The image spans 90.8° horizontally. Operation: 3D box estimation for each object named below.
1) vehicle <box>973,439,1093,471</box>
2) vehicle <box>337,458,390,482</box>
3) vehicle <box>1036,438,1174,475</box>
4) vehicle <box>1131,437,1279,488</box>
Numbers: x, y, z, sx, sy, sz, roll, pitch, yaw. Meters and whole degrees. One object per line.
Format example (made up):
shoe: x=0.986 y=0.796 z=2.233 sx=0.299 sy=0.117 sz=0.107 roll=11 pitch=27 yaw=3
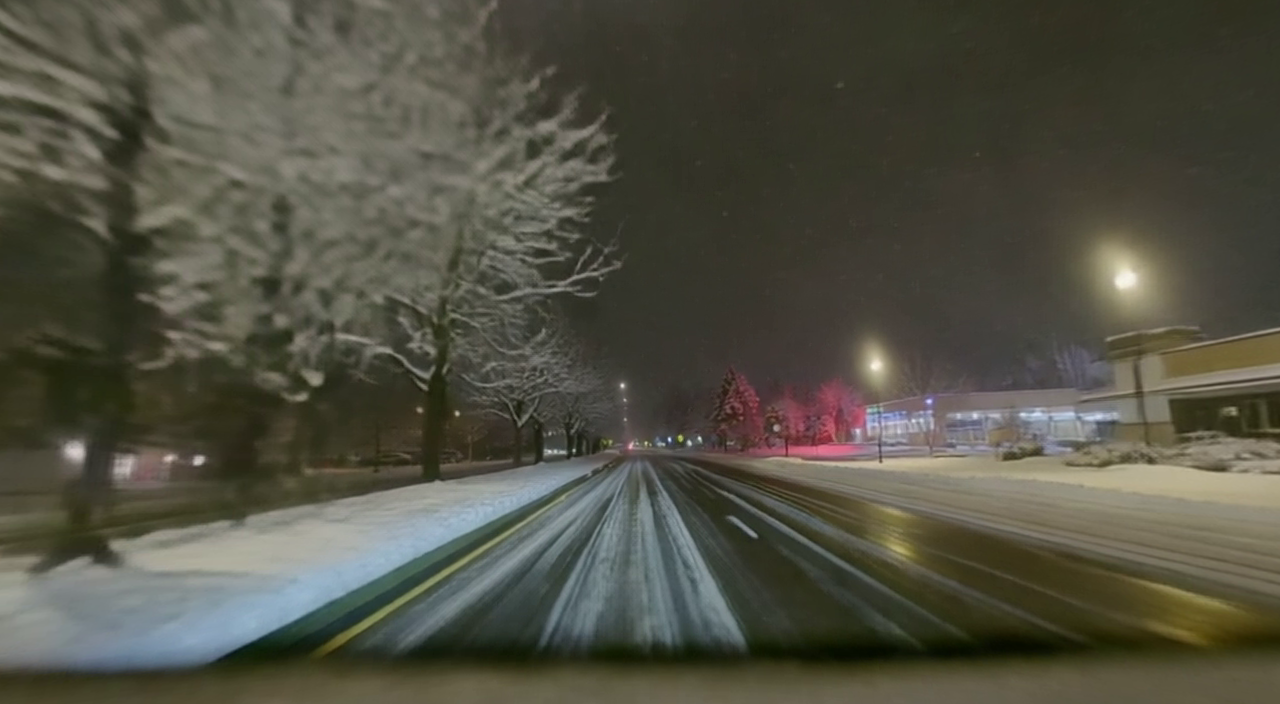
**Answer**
vehicle: x=20.302 y=5.338 z=32.834 sx=4.762 sy=1.550 sz=2.089 roll=-1 pitch=-9 yaw=3
vehicle: x=-19.474 y=8.336 z=44.753 sx=1.889 sy=1.497 sz=4.478 roll=-3 pitch=-9 yaw=-2
vehicle: x=20.177 y=4.565 z=27.580 sx=4.333 sy=1.507 sz=2.101 roll=0 pitch=-9 yaw=0
vehicle: x=19.935 y=3.888 z=22.187 sx=3.717 sy=1.364 sz=1.861 roll=-5 pitch=-11 yaw=-1
